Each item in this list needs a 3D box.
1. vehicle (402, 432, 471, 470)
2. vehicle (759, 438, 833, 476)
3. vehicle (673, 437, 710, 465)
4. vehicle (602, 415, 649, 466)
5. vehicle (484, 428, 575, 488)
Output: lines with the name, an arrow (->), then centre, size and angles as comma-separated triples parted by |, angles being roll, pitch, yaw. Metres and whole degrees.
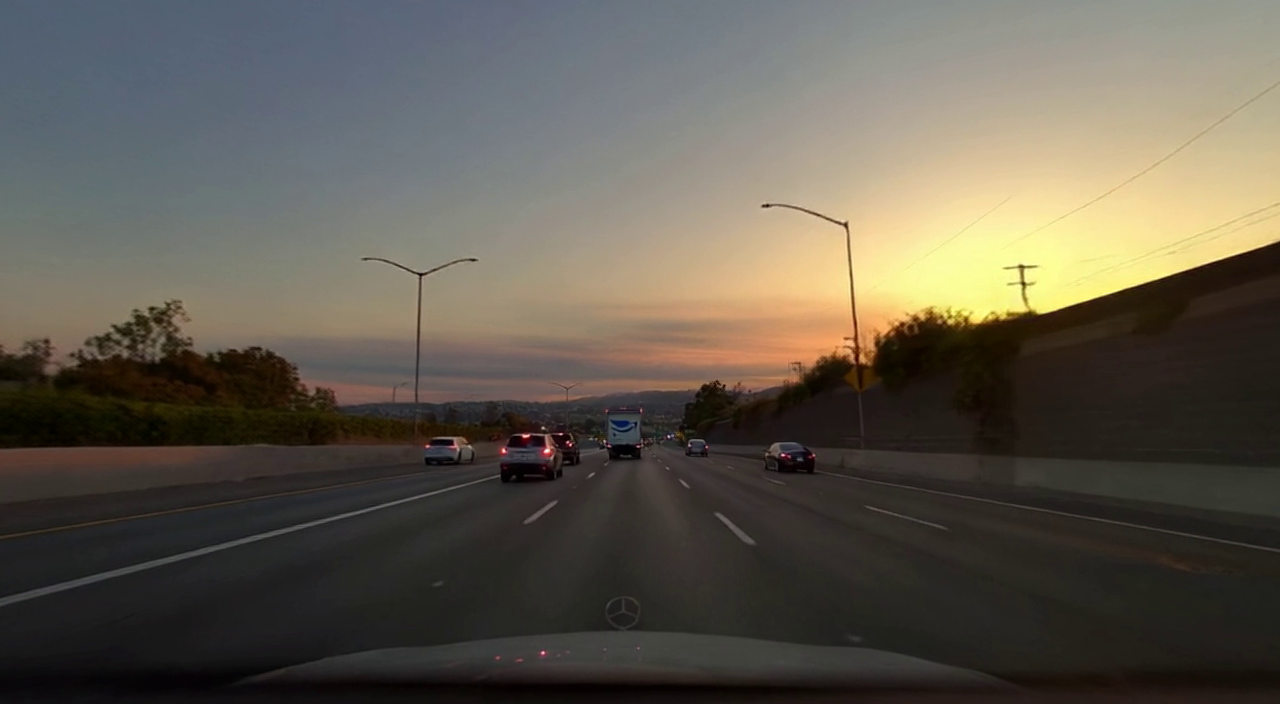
vehicle -> -10.130, 4.957, 31.683 | 2.023, 1.739, 4.229 | 0, -8, 0
vehicle -> 6.753, 4.606, 27.830 | 1.970, 1.499, 4.491 | 1, -8, -2
vehicle -> 3.278, 6.357, 40.612 | 2.067, 1.654, 3.985 | 0, -8, 0
vehicle -> -0.722, 5.178, 36.657 | 2.456, 2.705, 6.251 | 0, -8, 2
vehicle -> -3.413, 3.362, 20.289 | 2.095, 1.688, 4.188 | 0, -8, 1
